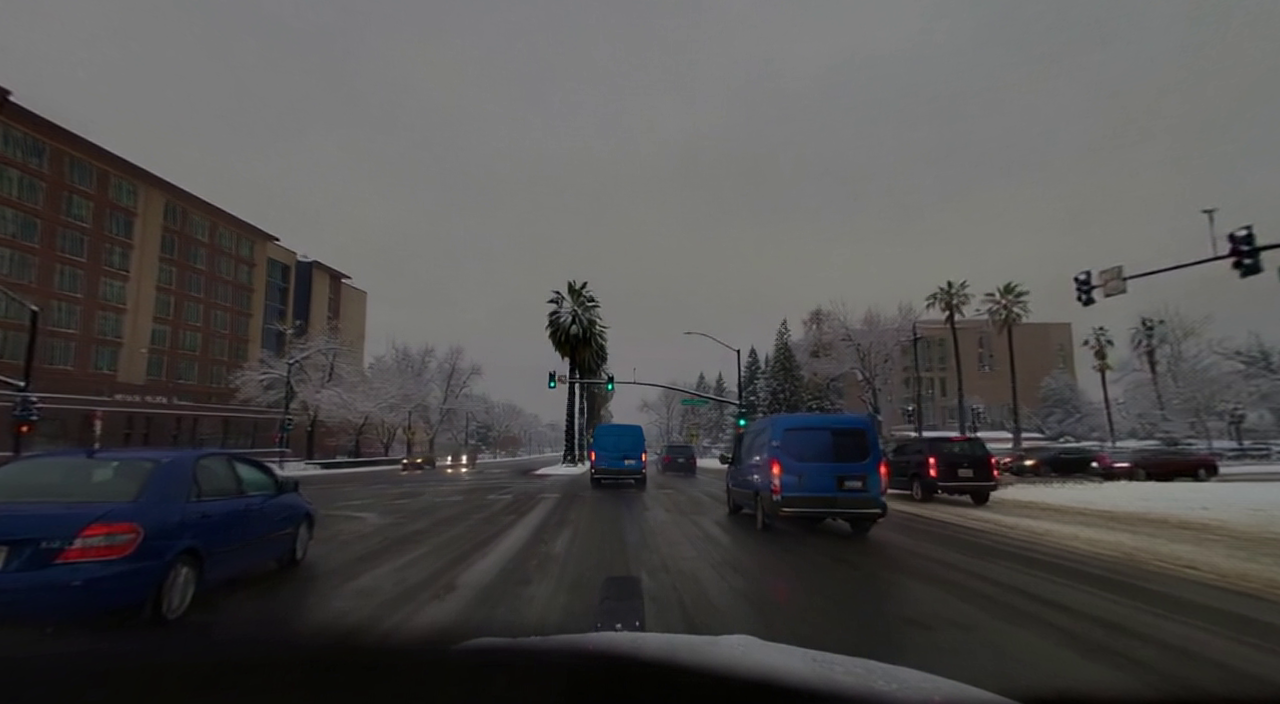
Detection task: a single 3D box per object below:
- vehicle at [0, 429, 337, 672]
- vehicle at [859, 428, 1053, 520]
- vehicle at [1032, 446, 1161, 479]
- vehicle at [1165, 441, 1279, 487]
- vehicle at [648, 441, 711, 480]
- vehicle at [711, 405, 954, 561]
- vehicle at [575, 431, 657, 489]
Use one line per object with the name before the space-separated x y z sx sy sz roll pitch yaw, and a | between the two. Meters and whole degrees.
vehicle | -4.711 1.519 6.020 1.997 1.430 4.655 1 -9 -9
vehicle | 6.955 2.728 14.622 2.023 1.771 4.488 0 -9 -2
vehicle | 20.787 5.051 28.896 4.412 1.441 2.181 2 -10 -9
vehicle | 21.801 4.026 22.957 3.798 1.550 2.006 1 -9 -8
vehicle | 1.802 5.310 31.131 2.462 1.736 4.899 1 -9 -4
vehicle | 2.583 1.922 9.966 2.200 1.847 4.618 0 -9 -2
vehicle | -0.934 4.171 24.744 2.848 1.991 5.706 0 -9 -2
